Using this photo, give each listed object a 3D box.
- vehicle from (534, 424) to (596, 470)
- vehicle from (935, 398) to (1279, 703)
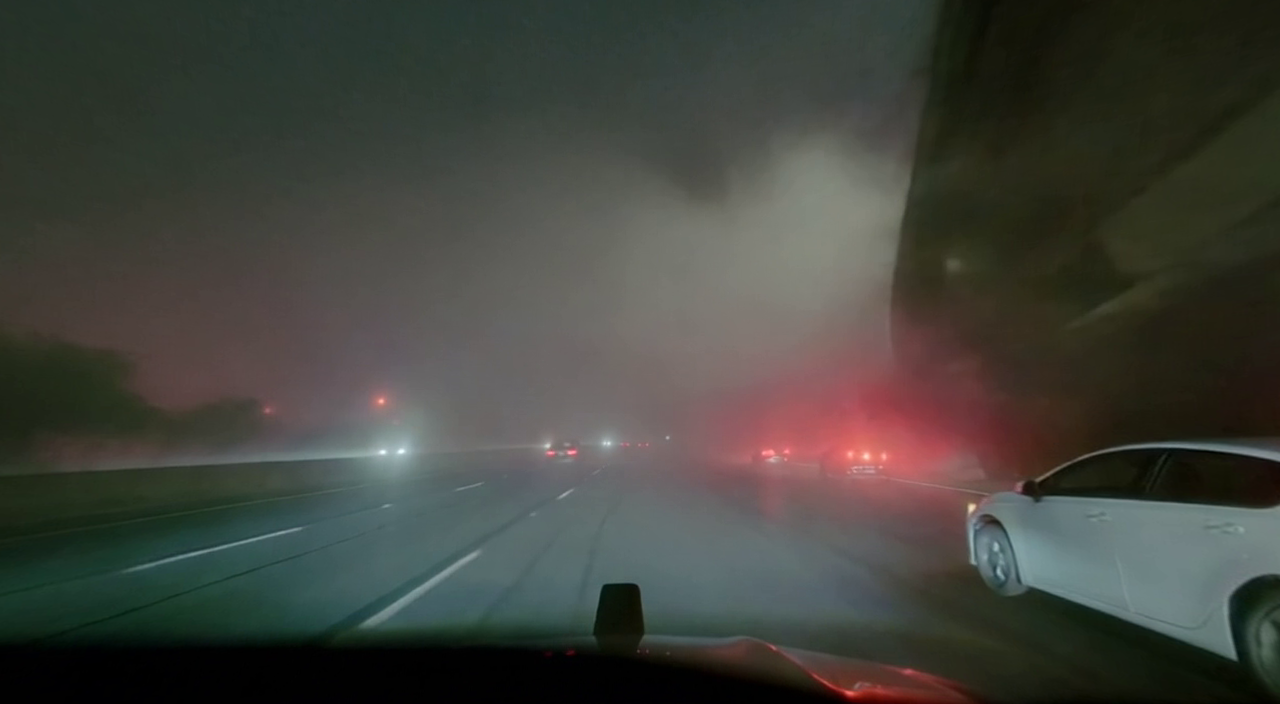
[{"bbox_3d":[-3.929,5.154,34.116,2.496,2.203,6.317,0,-9,1],"label":"vehicle"},{"bbox_3d":[3.600,1.034,2.986,2.047,1.532,4.884,0,-9,0],"label":"vehicle"}]
